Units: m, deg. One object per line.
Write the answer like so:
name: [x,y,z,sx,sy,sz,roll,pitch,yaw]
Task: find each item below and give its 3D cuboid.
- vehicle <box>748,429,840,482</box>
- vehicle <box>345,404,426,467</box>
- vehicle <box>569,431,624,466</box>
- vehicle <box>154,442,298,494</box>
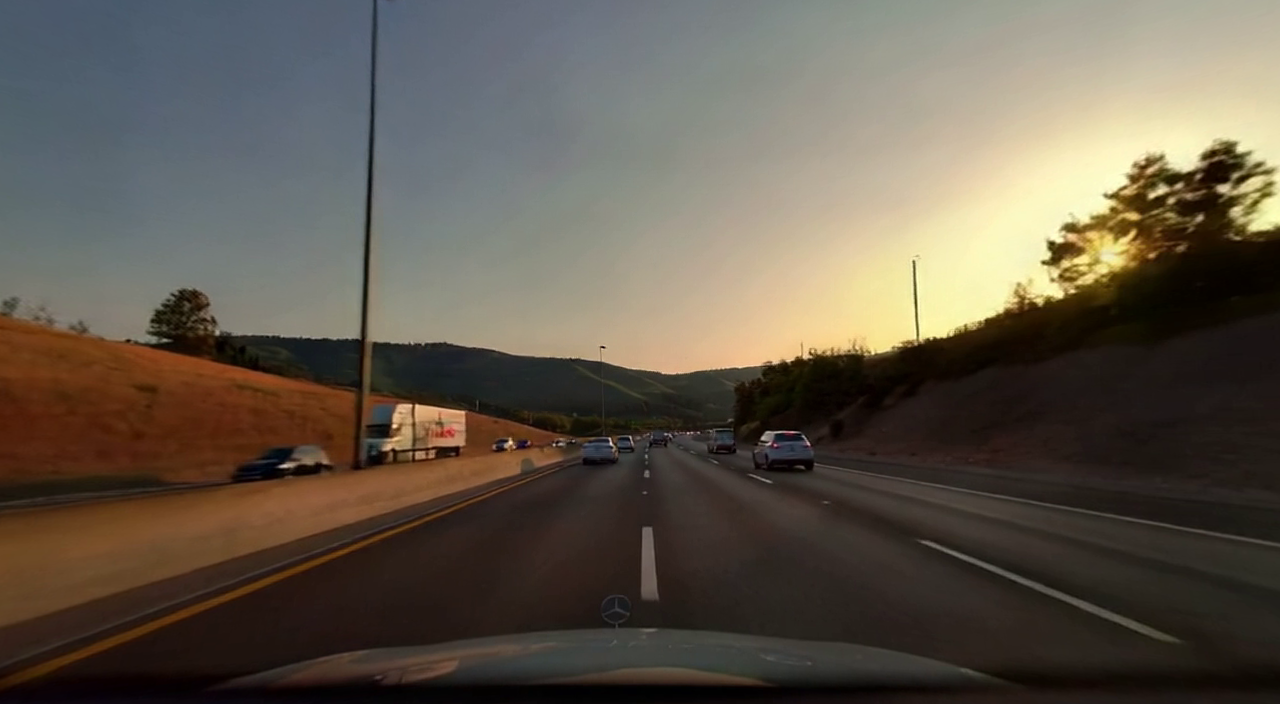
vehicle: [4.680,3.174,19.710,1.806,1.469,3.681,0,-8,-2]
vehicle: [-17.325,5.747,43.405,2.991,3.986,5.935,0,-8,0]
vehicle: [-1.920,4.426,29.064,2.204,1.486,4.121,0,-8,0]
vehicle: [-13.289,3.717,20.614,1.786,1.470,4.249,0,-8,1]
